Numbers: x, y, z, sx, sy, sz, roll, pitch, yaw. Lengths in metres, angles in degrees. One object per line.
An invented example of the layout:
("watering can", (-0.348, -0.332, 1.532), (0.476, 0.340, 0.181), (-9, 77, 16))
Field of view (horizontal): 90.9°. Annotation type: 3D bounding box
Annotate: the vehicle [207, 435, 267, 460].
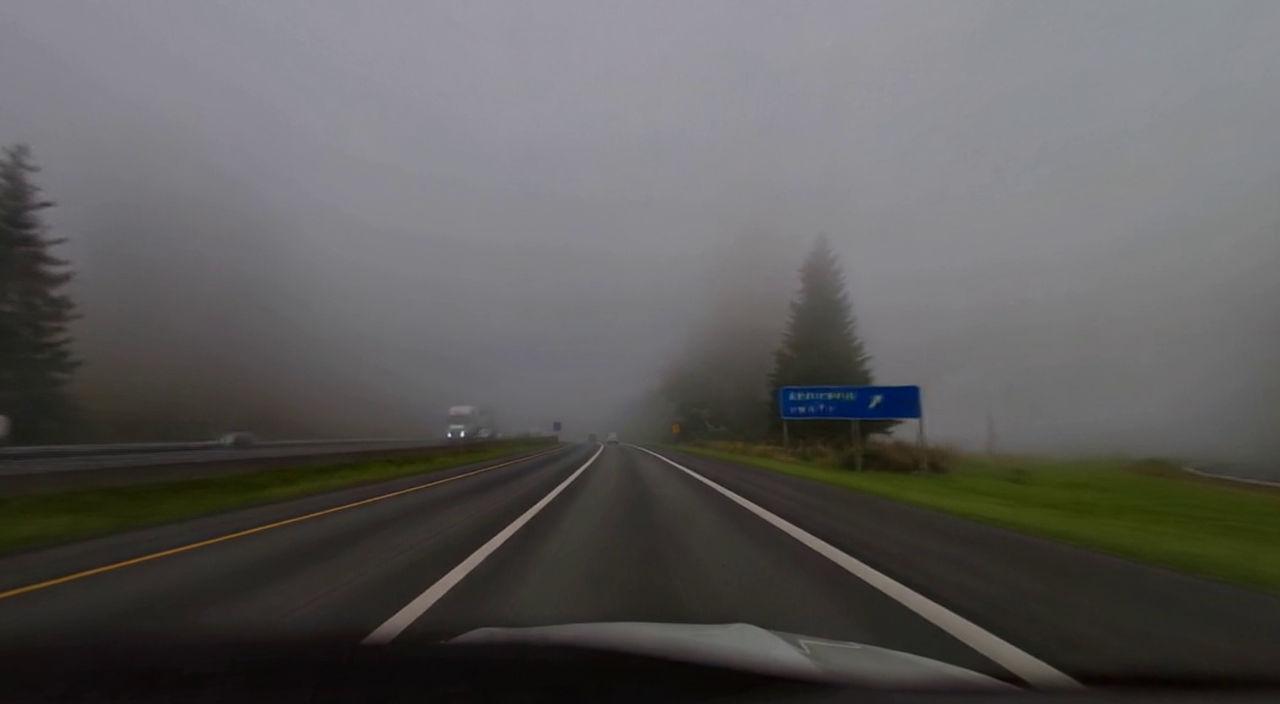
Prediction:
("vehicle", (-25.351, 5.997, 39.847), (1.863, 1.467, 4.431), (2, -7, -15))
